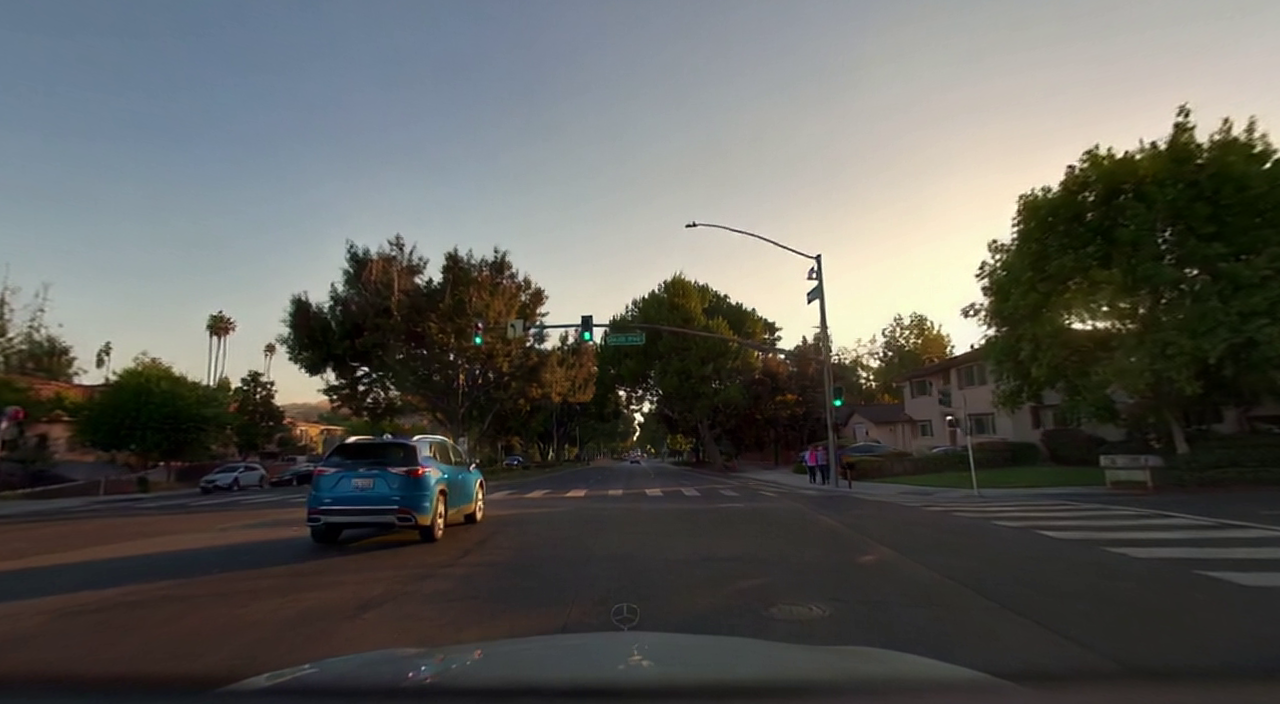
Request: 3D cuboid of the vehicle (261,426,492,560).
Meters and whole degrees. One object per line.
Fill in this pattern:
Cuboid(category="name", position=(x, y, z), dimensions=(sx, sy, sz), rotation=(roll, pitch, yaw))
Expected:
Cuboid(category="vehicle", position=(-3.964, 2.170, 10.476), dimensions=(1.993, 1.733, 4.262), rotation=(0, -9, -1))
